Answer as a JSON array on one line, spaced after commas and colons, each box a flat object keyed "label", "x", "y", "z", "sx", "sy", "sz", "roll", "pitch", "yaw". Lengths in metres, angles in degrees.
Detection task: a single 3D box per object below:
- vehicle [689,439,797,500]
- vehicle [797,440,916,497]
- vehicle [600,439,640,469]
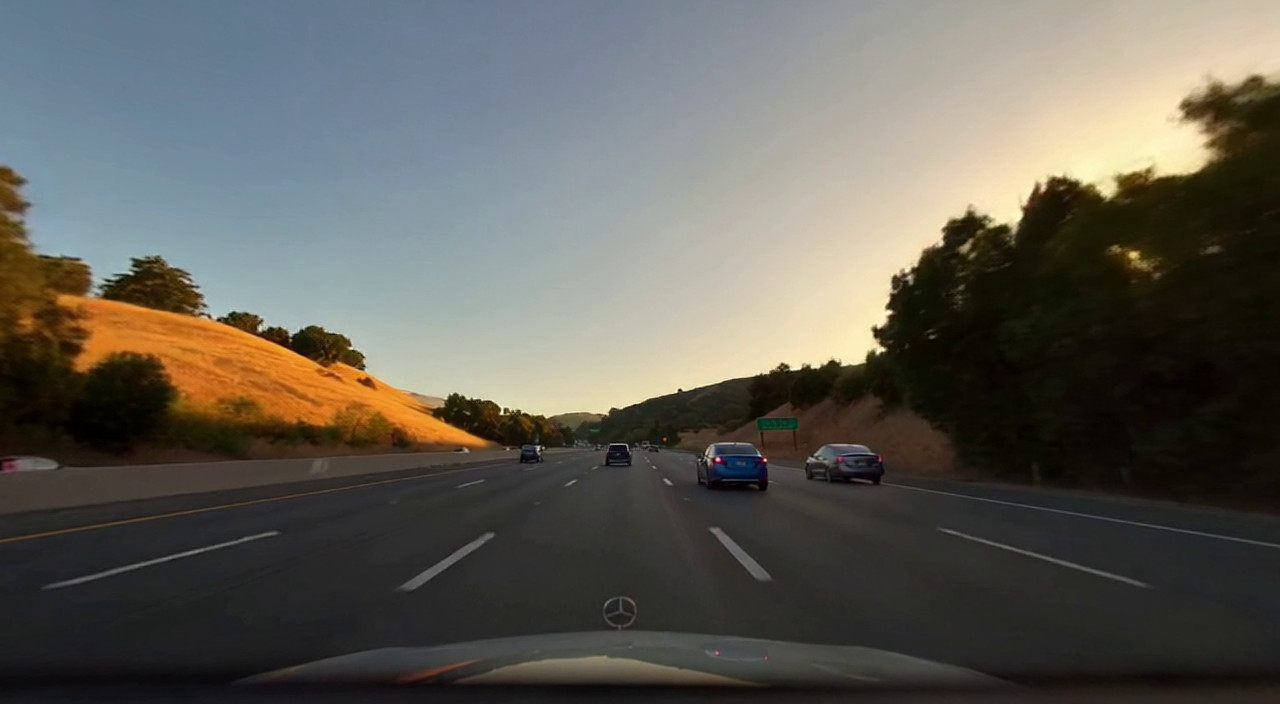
[{"label": "vehicle", "x": 2.743, "y": 3.274, "z": 18.122, "sx": 2.120, "sy": 1.492, "sz": 4.734, "roll": 0, "pitch": -8, "yaw": -2}, {"label": "vehicle", "x": 6.247, "y": 3.390, "z": 18.828, "sx": 1.845, "sy": 1.452, "sz": 4.352, "roll": 0, "pitch": -8, "yaw": -2}, {"label": "vehicle", "x": -1.172, "y": 6.070, "z": 37.702, "sx": 2.277, "sy": 1.675, "sz": 4.023, "roll": 0, "pitch": -8, "yaw": -2}]
